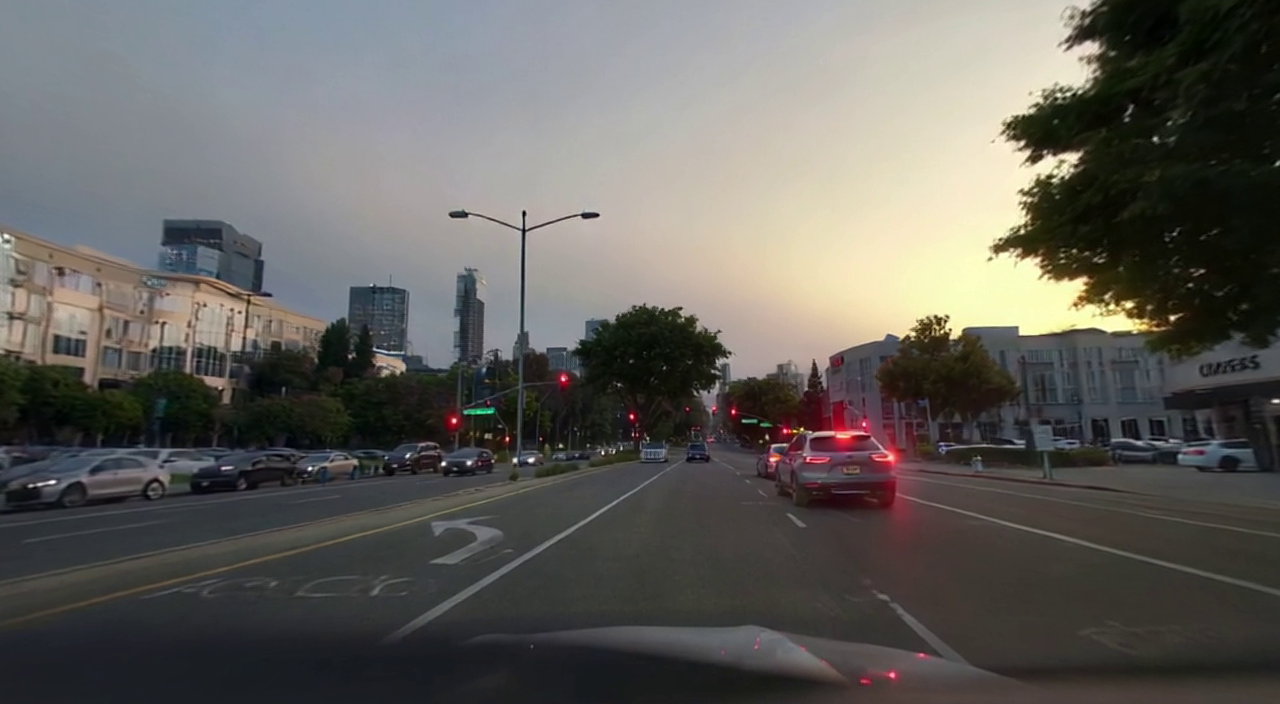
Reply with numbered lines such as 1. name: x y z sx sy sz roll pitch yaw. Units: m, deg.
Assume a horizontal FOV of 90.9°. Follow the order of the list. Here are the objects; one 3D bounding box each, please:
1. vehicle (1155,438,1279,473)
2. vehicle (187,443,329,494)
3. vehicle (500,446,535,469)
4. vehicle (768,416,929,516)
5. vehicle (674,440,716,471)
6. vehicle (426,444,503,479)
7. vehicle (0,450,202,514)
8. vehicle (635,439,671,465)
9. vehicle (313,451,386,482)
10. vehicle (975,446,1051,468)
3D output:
1. vehicle: 28.640 5.028 30.561 2.043 1.496 5.210 3 -10 -21
2. vehicle: -15.873 4.827 26.729 2.200 1.884 5.653 -1 -8 4
3. vehicle: -8.647 7.452 44.735 1.884 1.456 4.356 0 -8 -3
4. vehicle: 4.322 2.448 14.084 2.282 1.797 4.924 -1 -8 5
5. vehicle: 2.963 5.449 33.412 2.059 1.477 3.988 -1 -8 7
6. vehicle: -8.409 5.265 30.645 2.047 1.572 4.472 -1 -8 6
7. vehicle: -15.955 3.786 18.959 1.937 1.605 4.531 -1 -8 6
8. vehicle: 0.974 6.940 43.937 2.057 1.678 4.639 -1 -8 7
9. vehicle: -15.321 6.054 33.555 1.804 1.437 4.560 0 -8 -1
10. vehicle: 27.039 7.615 45.812 4.361 1.429 1.843 0 -9 11
